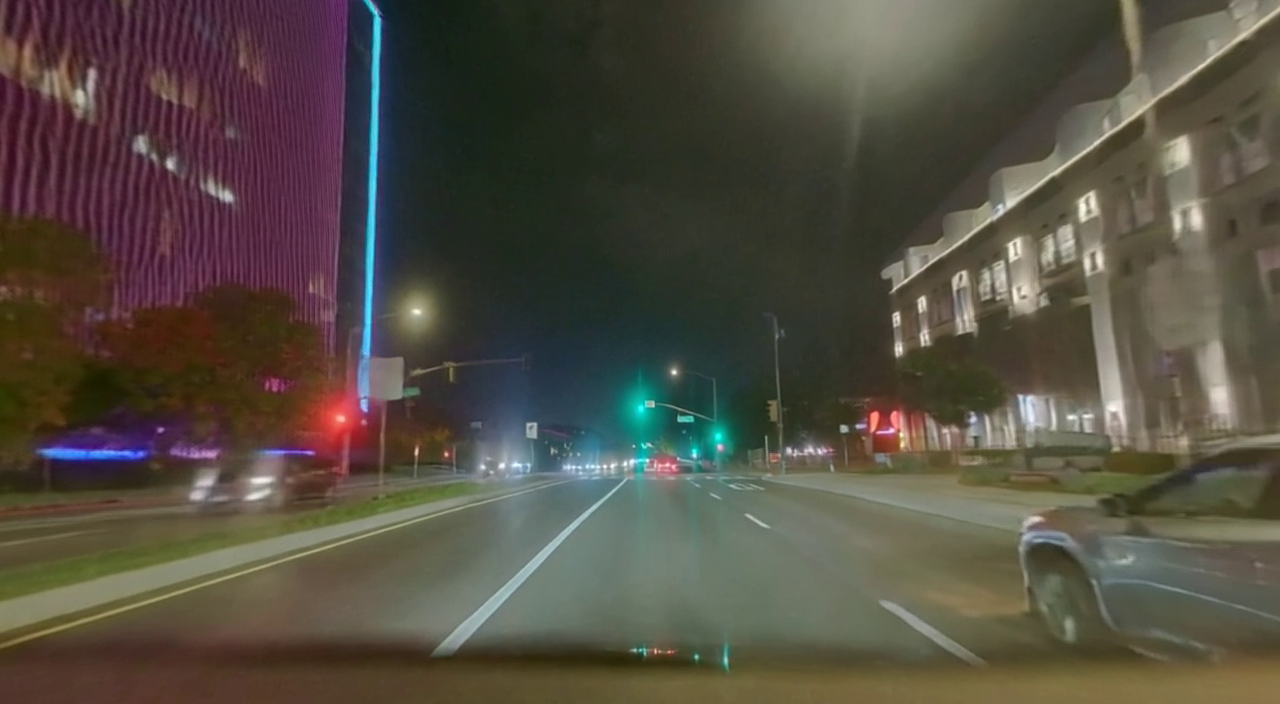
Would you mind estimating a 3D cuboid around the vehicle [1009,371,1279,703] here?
[{"bbox_3d":[3.614,0.854,2.440,1.949,1.583,3.996,0,-9,1],"label":"vehicle"}]

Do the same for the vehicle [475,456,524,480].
[{"bbox_3d":[-9.542,7.894,43.096,2.004,1.469,4.724,-1,-9,3],"label":"vehicle"}]

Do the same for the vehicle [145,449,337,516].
[{"bbox_3d":[-10.375,3.385,16.965,1.957,1.482,4.706,0,-9,2],"label":"vehicle"}]
